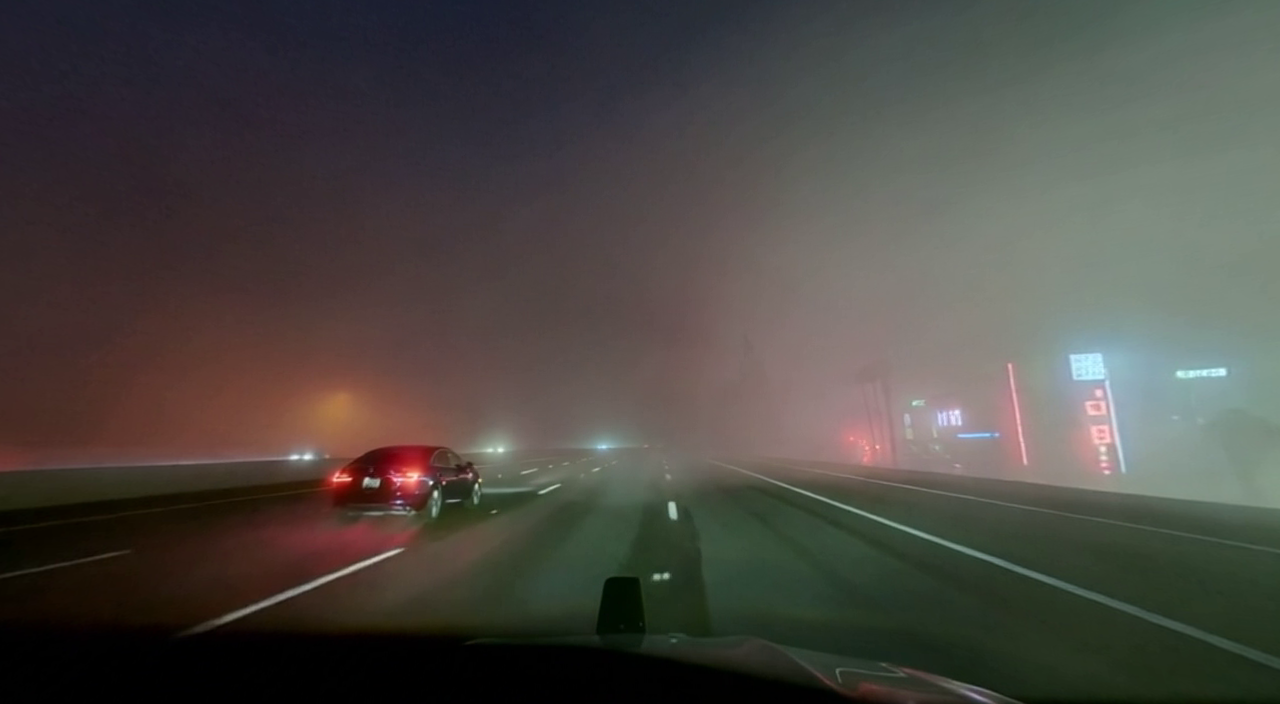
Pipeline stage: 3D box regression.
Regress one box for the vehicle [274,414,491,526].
[{"bbox_3d":[-4.743,2.266,12.642,2.145,1.793,4.762,-1,-8,3],"label":"vehicle"}]
